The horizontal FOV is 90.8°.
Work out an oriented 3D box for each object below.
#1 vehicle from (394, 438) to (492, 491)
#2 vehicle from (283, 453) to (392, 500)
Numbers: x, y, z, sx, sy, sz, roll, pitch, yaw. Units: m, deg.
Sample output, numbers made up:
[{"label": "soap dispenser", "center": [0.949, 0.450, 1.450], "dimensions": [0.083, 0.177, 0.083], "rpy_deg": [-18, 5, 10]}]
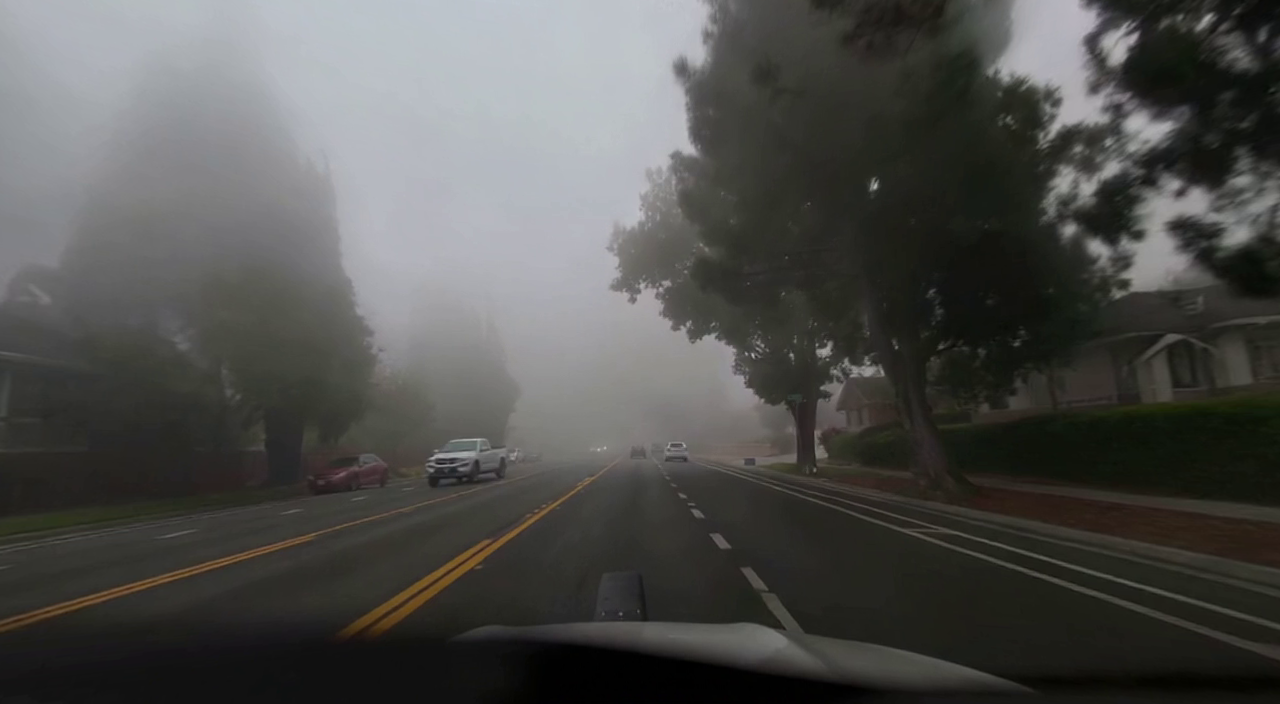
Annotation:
[{"label": "vehicle", "center": [-6.838, 3.950, 22.517], "dimensions": [1.944, 1.655, 4.607], "rpy_deg": [0, -9, 1]}, {"label": "vehicle", "center": [-12.042, 4.963, 25.607], "dimensions": [1.977, 1.678, 4.694], "rpy_deg": [0, -9, 2]}]
